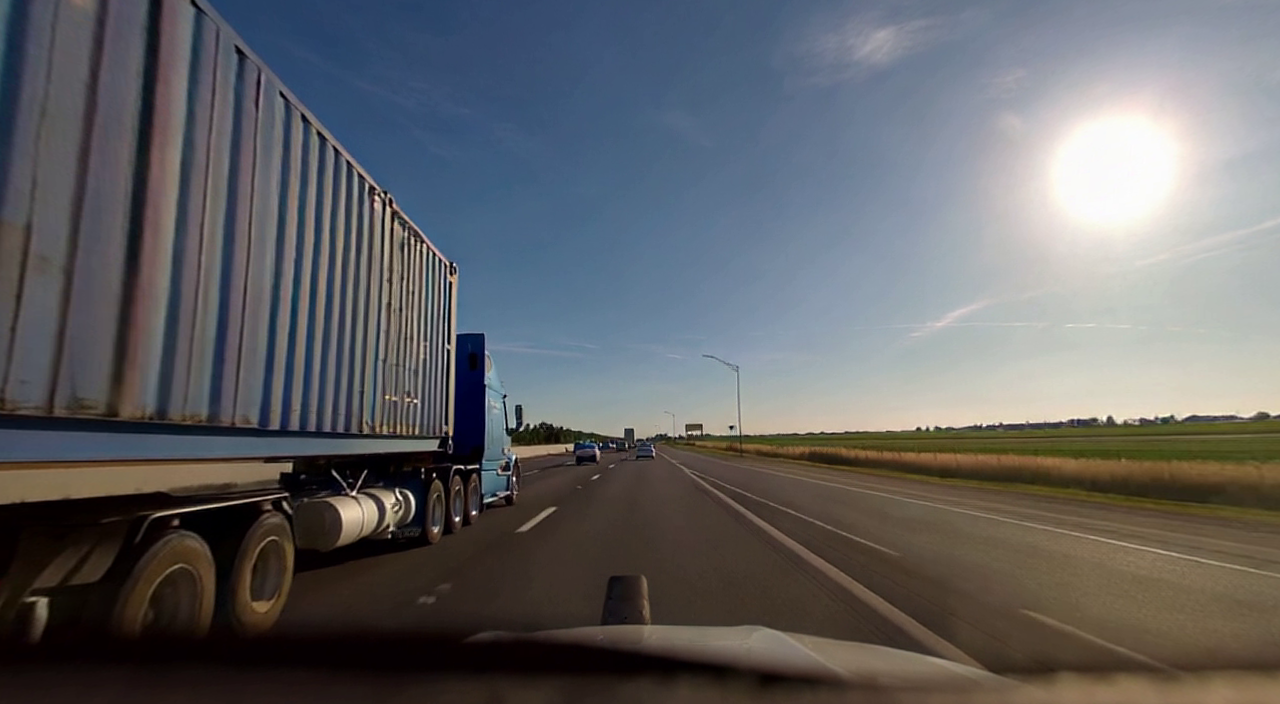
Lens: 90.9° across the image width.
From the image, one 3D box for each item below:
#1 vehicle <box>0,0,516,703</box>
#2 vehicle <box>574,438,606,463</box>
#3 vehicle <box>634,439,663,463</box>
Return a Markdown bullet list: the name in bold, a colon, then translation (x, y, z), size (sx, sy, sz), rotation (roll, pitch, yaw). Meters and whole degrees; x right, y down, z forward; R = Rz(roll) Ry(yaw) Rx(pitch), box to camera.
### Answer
- **vehicle**: translation (-3.966, 0.080, 5.128), size (2.840, 4.032, 13.388), rotation (0, -8, 2)
- **vehicle**: translation (-3.643, 7.272, 46.573), size (1.995, 1.745, 4.187), rotation (0, -8, 1)
- **vehicle**: translation (0.657, 7.597, 48.603), size (2.136, 1.718, 4.157), rotation (0, -8, 0)
